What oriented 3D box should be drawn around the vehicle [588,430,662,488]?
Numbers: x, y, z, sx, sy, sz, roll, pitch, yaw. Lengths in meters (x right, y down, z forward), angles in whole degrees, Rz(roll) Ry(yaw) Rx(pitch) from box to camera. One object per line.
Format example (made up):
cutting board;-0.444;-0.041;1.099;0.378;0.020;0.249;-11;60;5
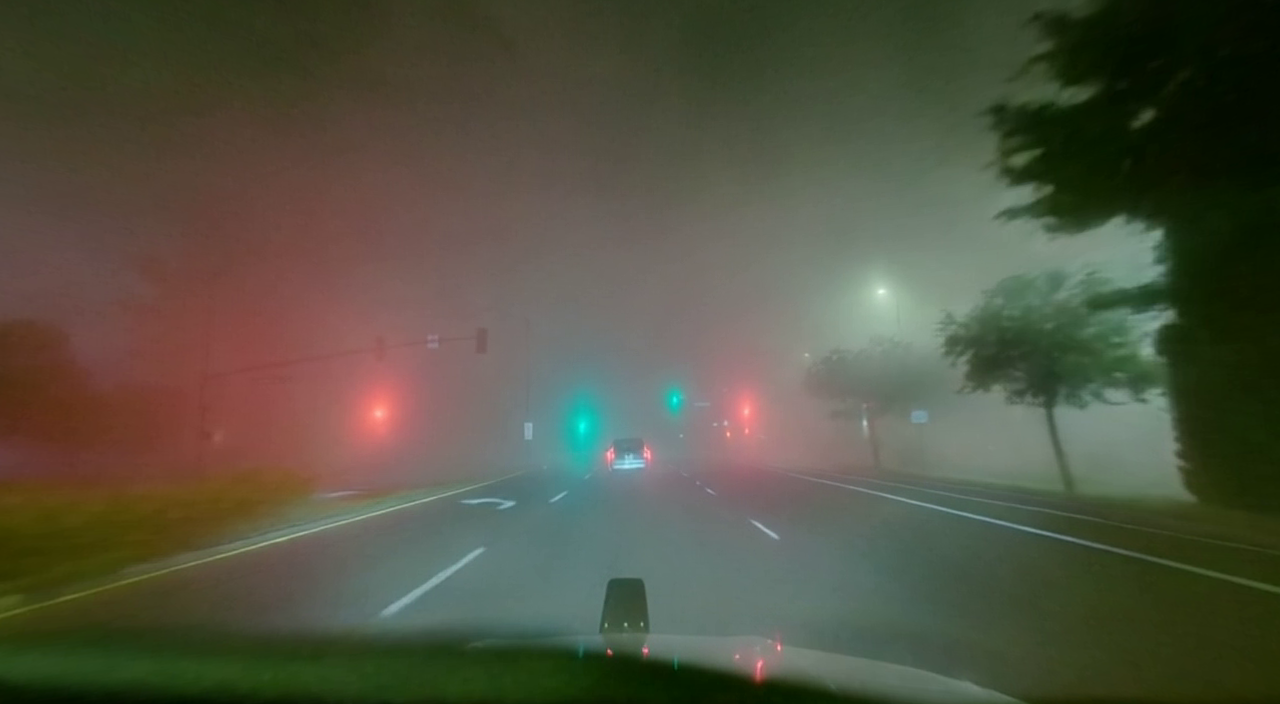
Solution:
vehicle;-0.468;3.517;20.983;2.192;1.734;4.176;0;-8;-1
